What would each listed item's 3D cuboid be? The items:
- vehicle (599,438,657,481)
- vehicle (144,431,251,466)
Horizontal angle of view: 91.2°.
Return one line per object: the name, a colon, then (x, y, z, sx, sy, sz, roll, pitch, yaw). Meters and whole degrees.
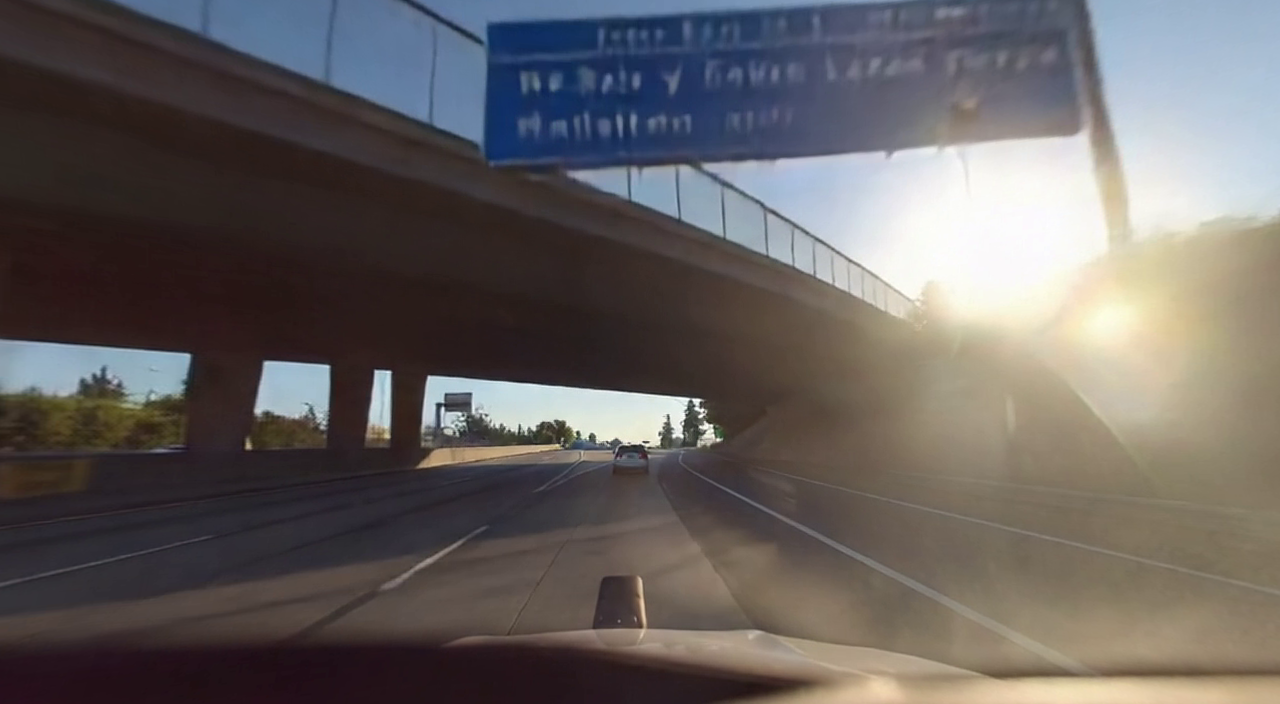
vehicle: (-0.391, 4.136, 24.405, 2.055, 1.509, 4.255, 0, -9, 1)
vehicle: (-21.902, 4.839, 31.304, 1.957, 1.597, 4.605, 0, -9, 1)
